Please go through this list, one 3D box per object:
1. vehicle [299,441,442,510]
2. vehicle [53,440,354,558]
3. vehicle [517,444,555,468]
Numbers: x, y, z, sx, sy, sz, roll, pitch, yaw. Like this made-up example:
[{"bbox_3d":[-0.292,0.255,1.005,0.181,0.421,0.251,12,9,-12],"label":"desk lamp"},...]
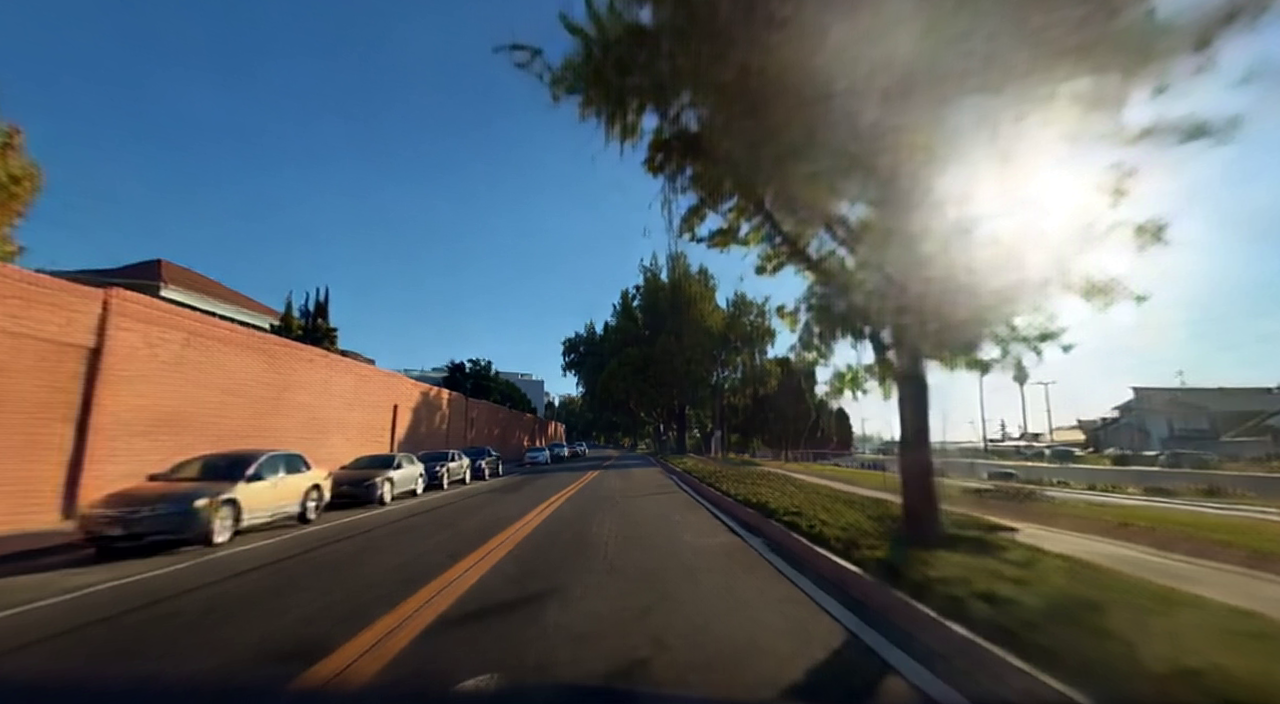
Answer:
[{"bbox_3d":[-6.951,3.176,16.889,1.779,1.473,4.510,1,-7,1],"label":"vehicle"},{"bbox_3d":[-6.846,2.279,10.735,1.899,1.485,4.593,1,-8,-1],"label":"vehicle"},{"bbox_3d":[-7.249,7.248,44.444,1.989,1.485,4.218,1,-7,0],"label":"vehicle"}]
